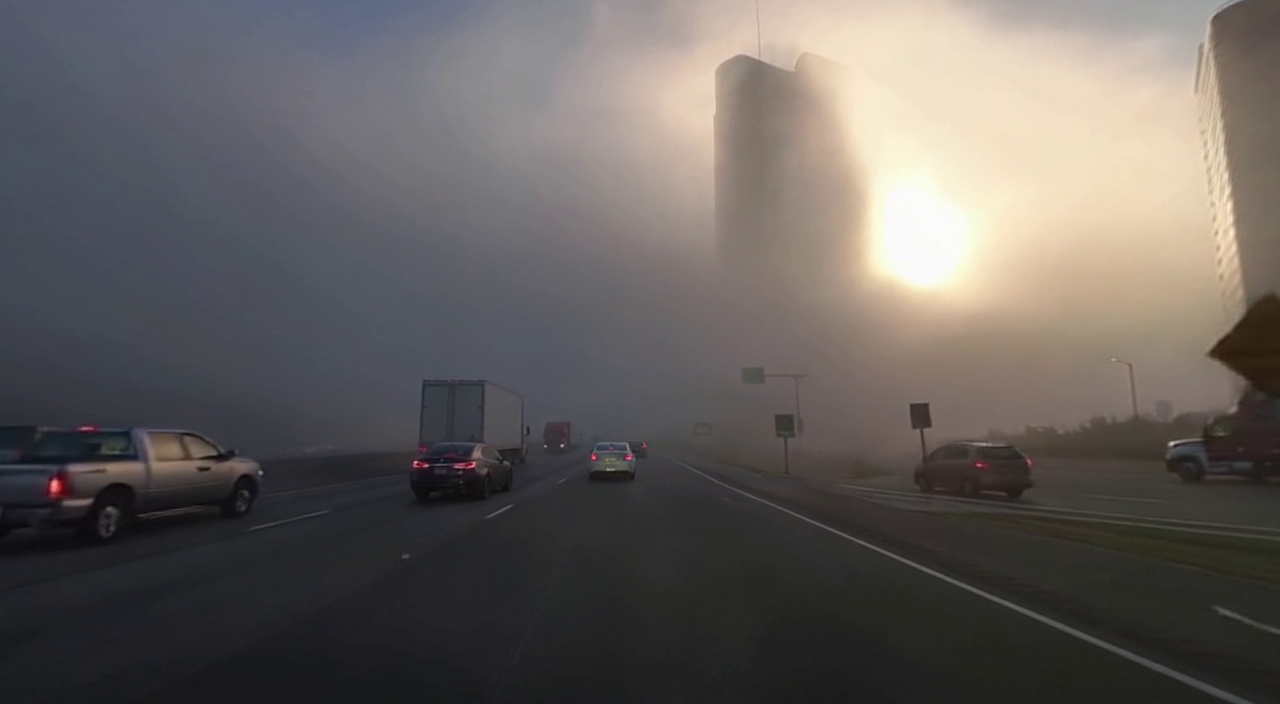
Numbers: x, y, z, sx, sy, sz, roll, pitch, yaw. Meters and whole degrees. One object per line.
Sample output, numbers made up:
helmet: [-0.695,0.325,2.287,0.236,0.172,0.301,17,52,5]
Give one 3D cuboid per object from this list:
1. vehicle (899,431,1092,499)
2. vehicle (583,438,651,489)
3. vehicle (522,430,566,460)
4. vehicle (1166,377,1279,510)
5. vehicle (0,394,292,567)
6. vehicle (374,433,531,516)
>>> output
vehicle: [11.913,3.814,21.740,2.415,1.972,5.572,3,-9,-17]
vehicle: [-0.663,3.589,20.620,1.991,1.488,3.922,0,-9,0]
vehicle: [-7.020,6.894,46.819,2.339,2.059,5.359,0,-9,1]
vehicle: [21.313,2.540,17.497,3.015,3.855,9.519,7,-11,-38]
vehicle: [-7.548,1.718,9.138,2.190,1.821,4.800,0,-9,0]
vehicle: [-3.857,2.594,13.853,2.016,1.497,4.235,0,-9,2]
